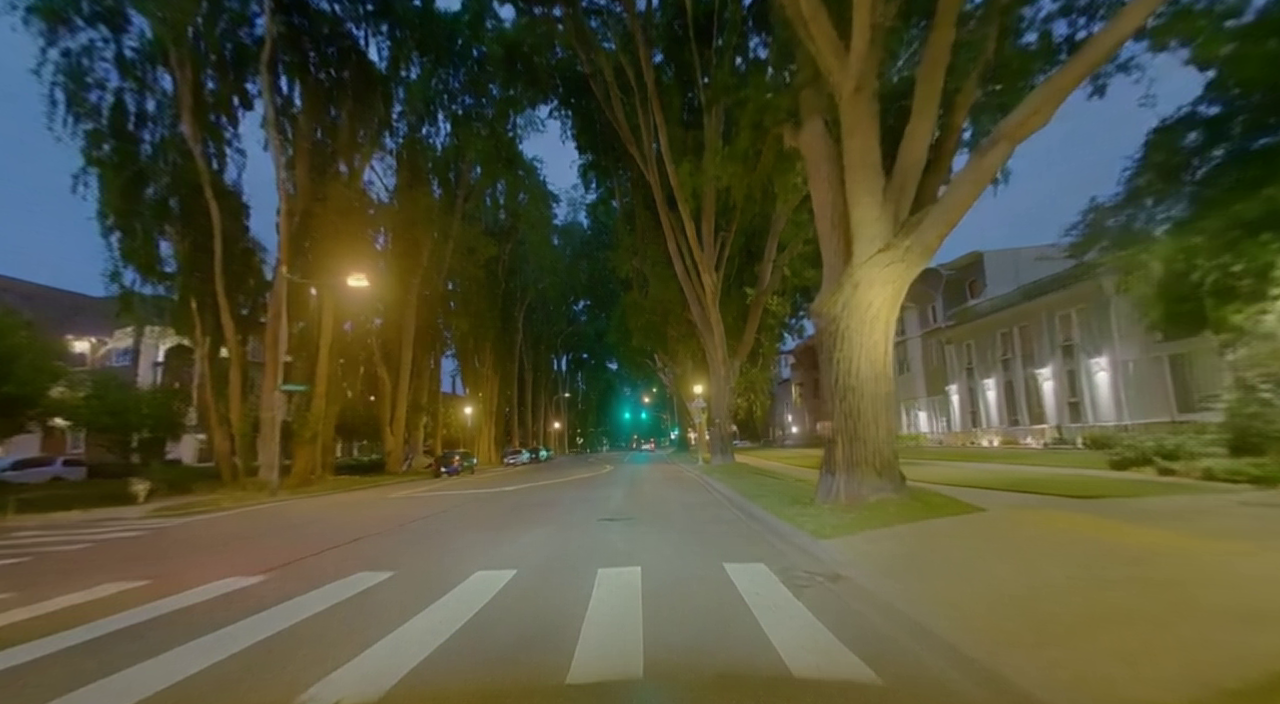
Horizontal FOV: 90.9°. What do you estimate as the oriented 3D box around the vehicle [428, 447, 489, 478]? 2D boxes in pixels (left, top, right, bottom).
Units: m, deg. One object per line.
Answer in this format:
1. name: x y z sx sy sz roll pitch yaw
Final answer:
1. vehicle: -9.830 5.986 34.504 1.892 1.484 4.576 0 -8 2
